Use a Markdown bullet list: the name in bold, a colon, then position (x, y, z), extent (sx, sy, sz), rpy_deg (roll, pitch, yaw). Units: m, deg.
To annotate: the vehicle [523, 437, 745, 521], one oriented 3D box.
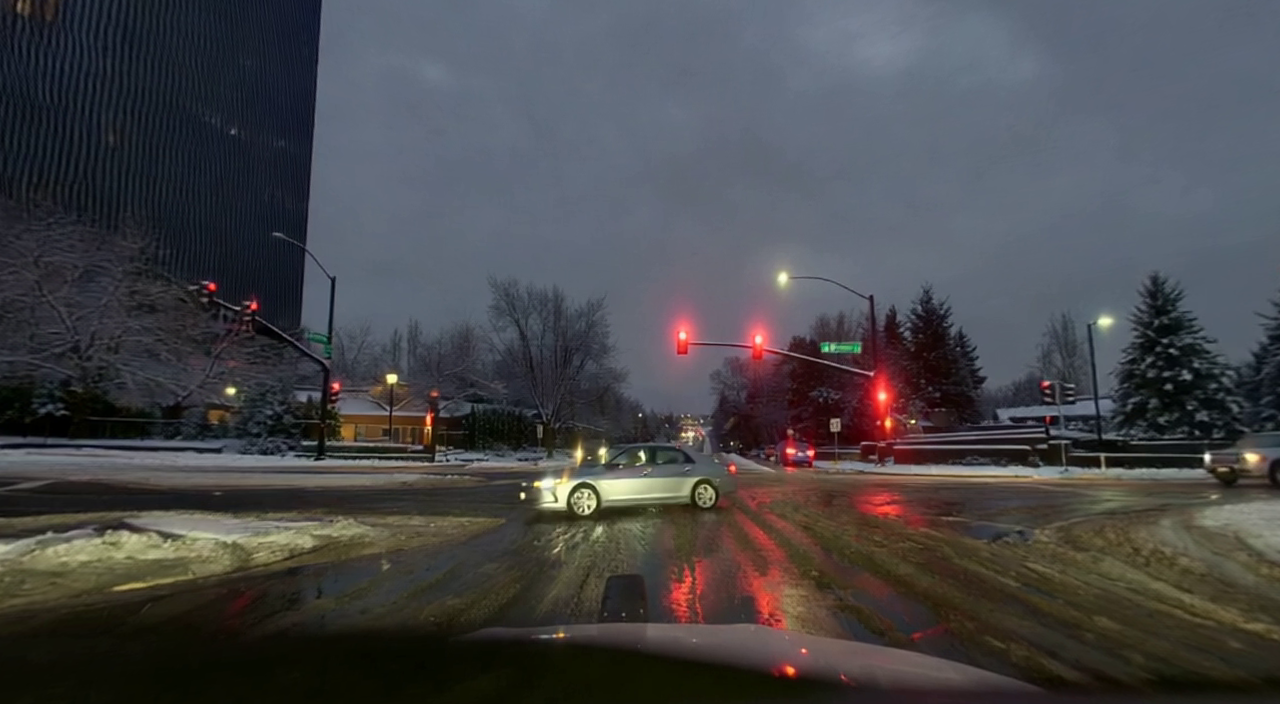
- **vehicle**: position (0.039, 2.656, 13.727), extent (4.802, 1.491, 1.924), rpy_deg (8, -12, -43)
